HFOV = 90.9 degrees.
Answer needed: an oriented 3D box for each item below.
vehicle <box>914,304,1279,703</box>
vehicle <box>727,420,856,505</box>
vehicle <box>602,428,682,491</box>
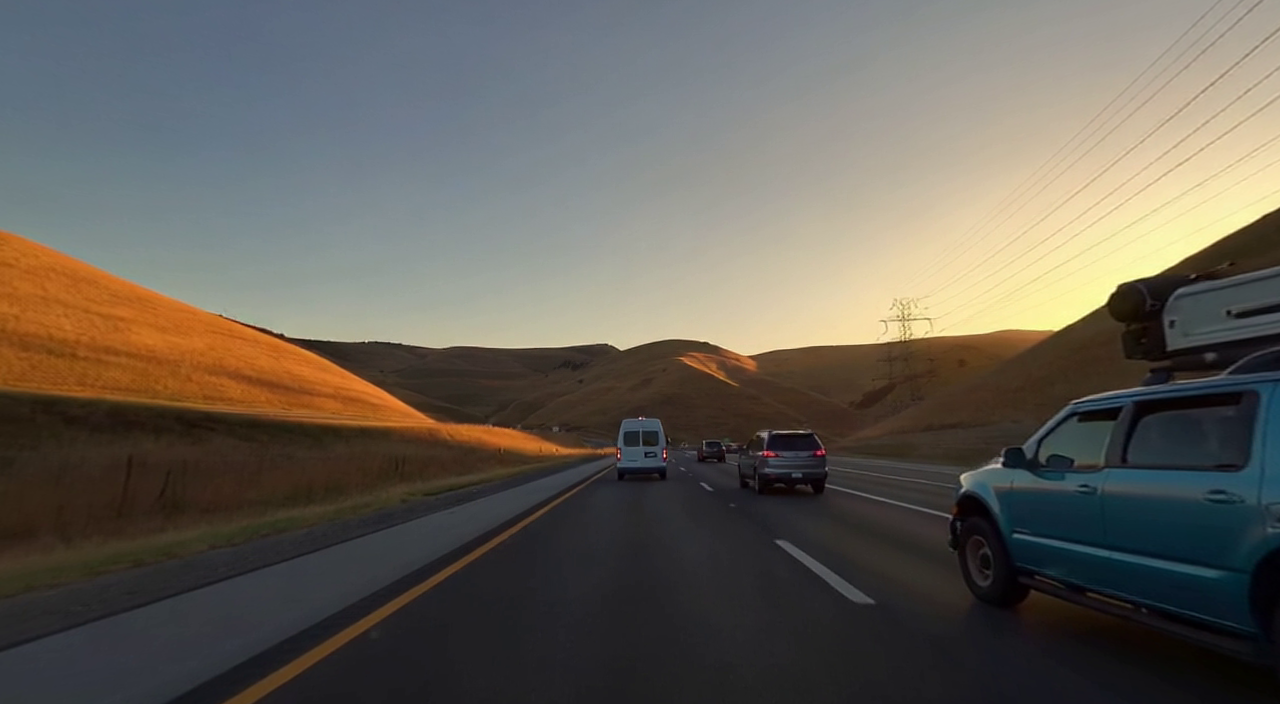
[{"bbox_3d":[3.936,0.821,2.940,2.691,1.901,5.744,0,-8,0],"label":"vehicle"},{"bbox_3d":[3.598,2.723,15.985,2.139,1.821,4.480,0,-8,0],"label":"vehicle"},{"bbox_3d":[0.102,3.396,20.279,2.268,1.772,4.523,0,-8,1],"label":"vehicle"}]
